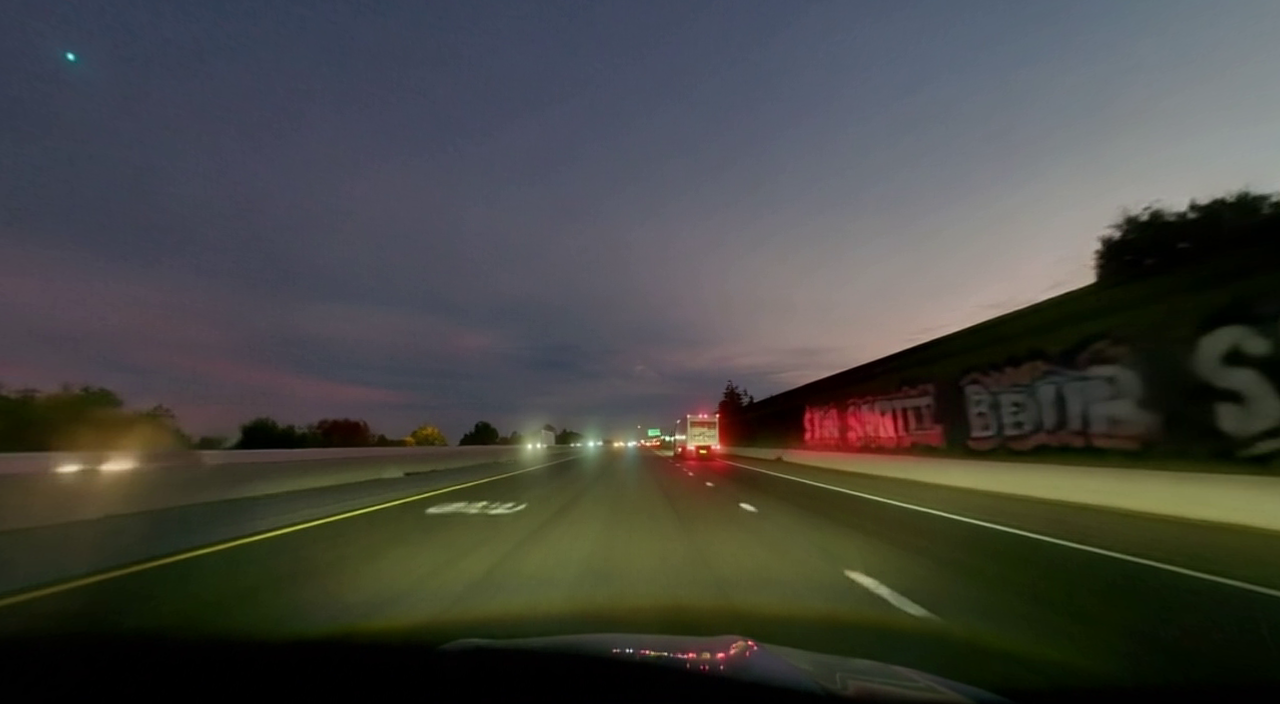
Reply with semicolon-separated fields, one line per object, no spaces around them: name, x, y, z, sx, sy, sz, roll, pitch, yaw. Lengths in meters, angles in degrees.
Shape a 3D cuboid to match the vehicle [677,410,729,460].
vehicle;4.700;6.516;49.105;2.949;3.470;10.539;-1;-8;0
